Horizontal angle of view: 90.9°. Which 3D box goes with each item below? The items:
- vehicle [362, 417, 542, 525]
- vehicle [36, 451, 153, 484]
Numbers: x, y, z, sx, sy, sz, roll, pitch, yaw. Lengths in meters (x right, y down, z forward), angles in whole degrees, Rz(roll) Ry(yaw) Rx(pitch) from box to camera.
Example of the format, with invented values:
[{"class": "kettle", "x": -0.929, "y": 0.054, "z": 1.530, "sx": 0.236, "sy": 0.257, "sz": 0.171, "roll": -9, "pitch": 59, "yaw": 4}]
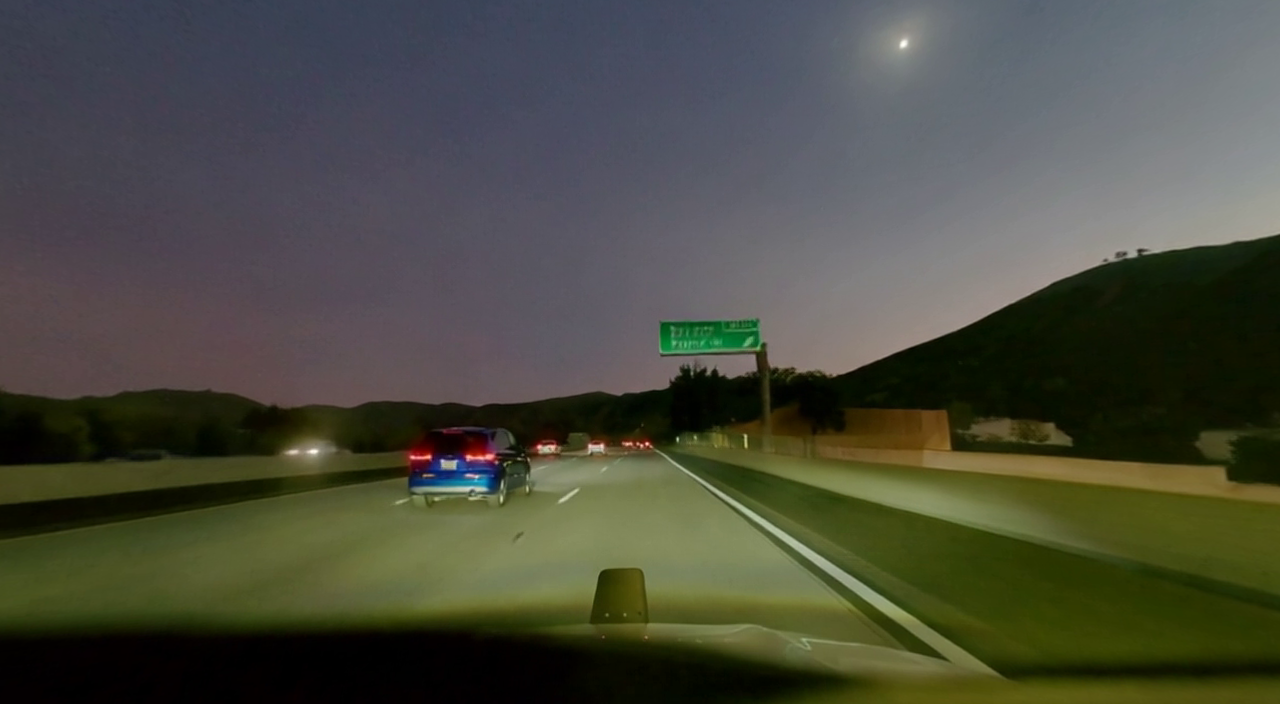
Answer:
[{"class": "vehicle", "x": -3.390, "y": 2.232, "z": 12.453, "sx": 2.138, "sy": 1.718, "sz": 4.415, "roll": -1, "pitch": -8, "yaw": 1}, {"class": "vehicle", "x": -28.246, "y": 5.969, "z": 32.902, "sx": 1.795, "sy": 1.482, "sz": 4.774, "roll": -1, "pitch": -8, "yaw": 0}]
